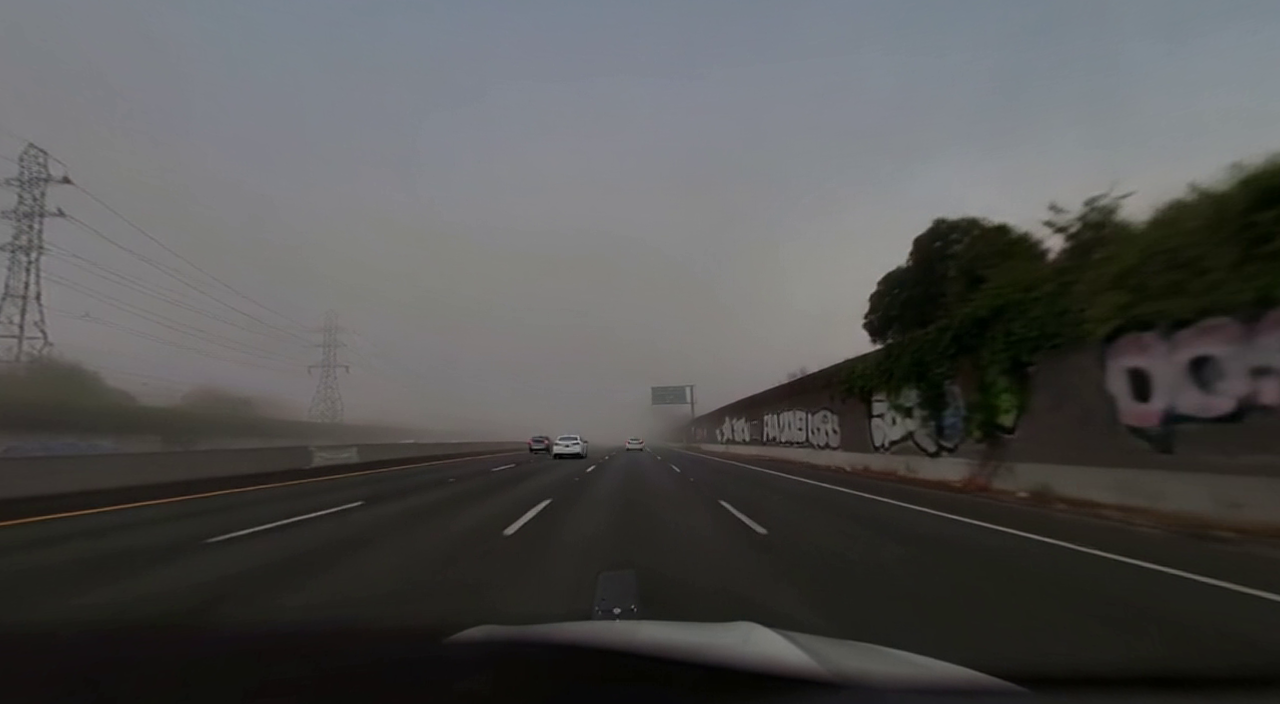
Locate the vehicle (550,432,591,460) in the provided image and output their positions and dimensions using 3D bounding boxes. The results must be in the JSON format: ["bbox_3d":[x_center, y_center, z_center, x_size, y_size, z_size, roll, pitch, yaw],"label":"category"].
[{"bbox_3d":[-4.325,5.872,39.700,2.118,1.640,4.031,0,-8,-1],"label":"vehicle"}]
